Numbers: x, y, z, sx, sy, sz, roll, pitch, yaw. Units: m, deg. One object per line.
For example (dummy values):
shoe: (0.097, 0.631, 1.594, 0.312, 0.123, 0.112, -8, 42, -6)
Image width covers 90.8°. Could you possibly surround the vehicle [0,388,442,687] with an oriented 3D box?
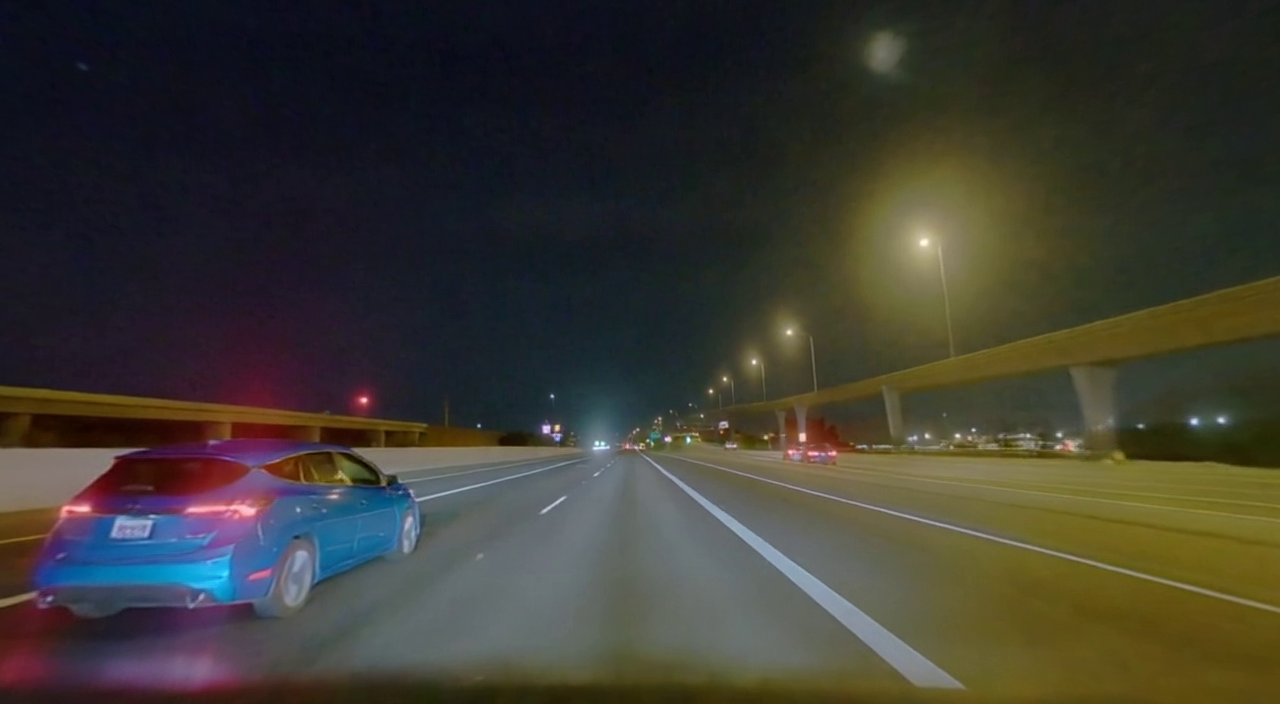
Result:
vehicle: (-3.612, 1.382, 5.856, 2.178, 1.699, 4.321, 0, -8, -1)
